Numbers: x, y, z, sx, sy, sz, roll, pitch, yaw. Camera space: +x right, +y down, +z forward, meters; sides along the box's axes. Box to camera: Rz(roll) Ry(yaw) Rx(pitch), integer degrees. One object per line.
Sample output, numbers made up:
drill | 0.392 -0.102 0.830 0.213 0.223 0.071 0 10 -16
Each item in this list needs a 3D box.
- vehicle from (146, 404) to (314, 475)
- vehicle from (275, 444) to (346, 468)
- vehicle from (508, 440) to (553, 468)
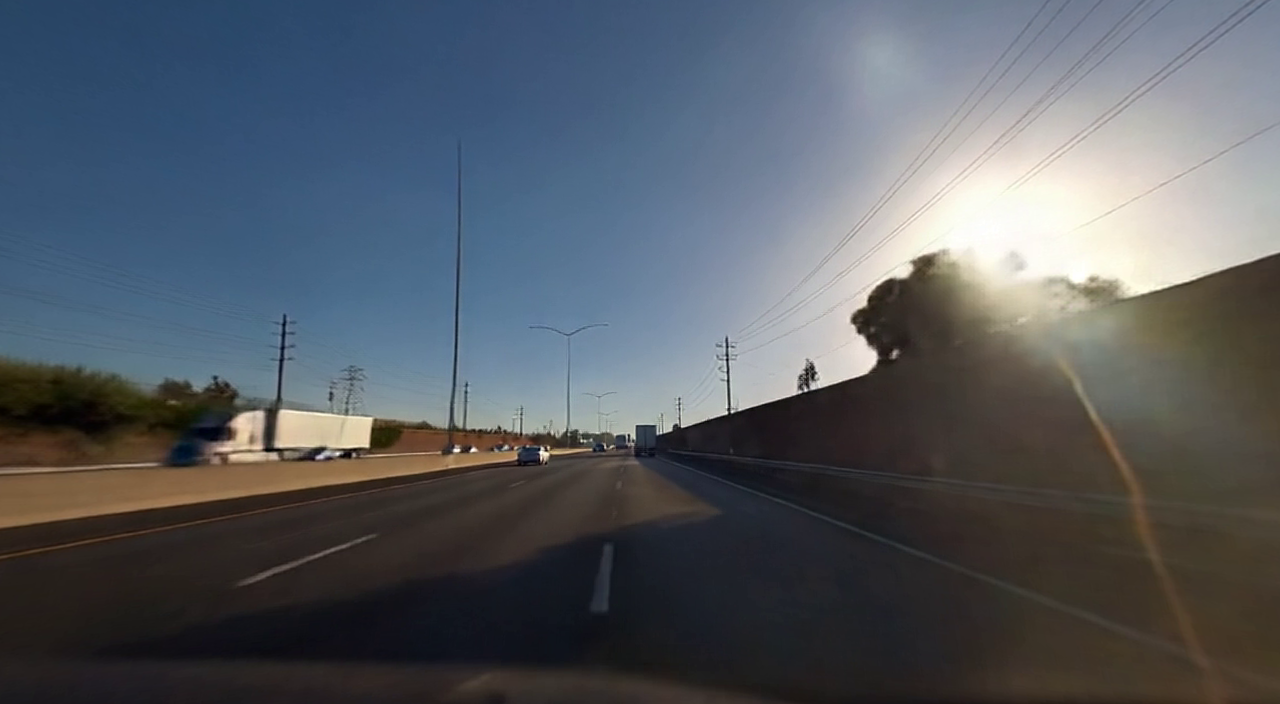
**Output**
vehicle | -25.997 5.740 41.231 3.172 3.908 11.933 1 -8 -2
vehicle | -21.722 6.849 41.836 2.134 1.490 4.854 0 -8 -1
vehicle | -6.813 6.379 39.574 2.064 1.642 4.389 0 -8 0
